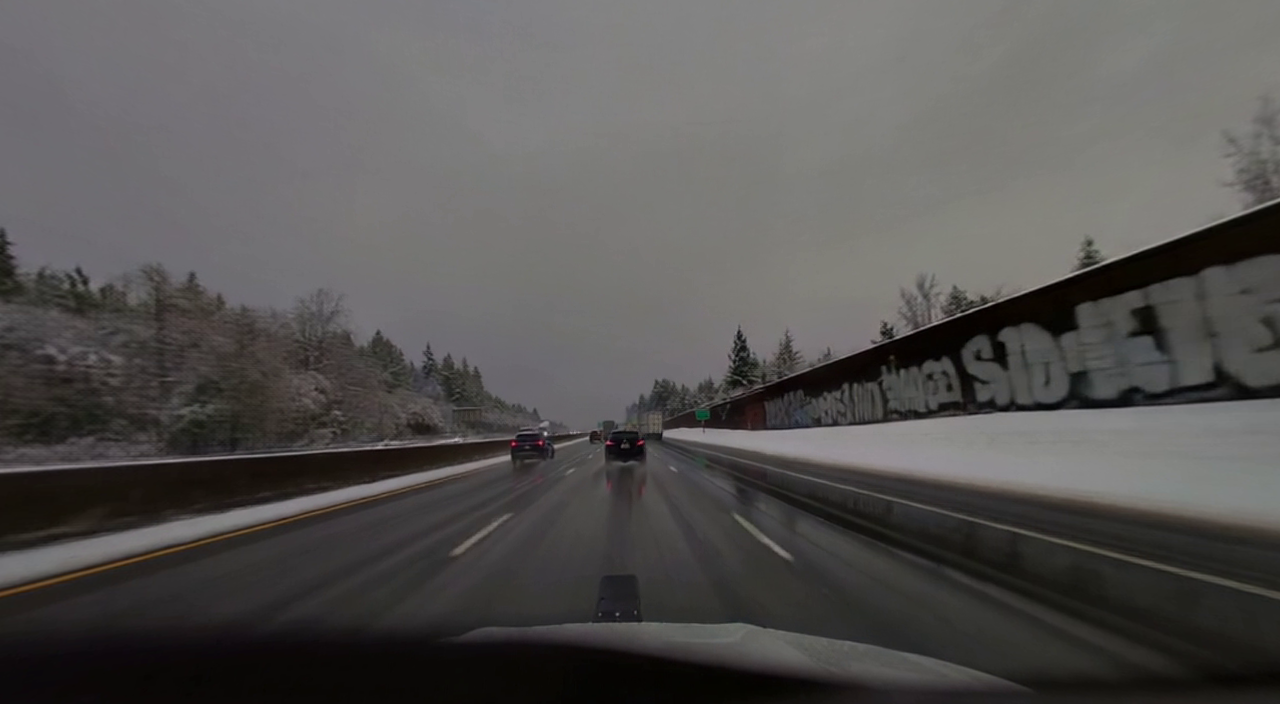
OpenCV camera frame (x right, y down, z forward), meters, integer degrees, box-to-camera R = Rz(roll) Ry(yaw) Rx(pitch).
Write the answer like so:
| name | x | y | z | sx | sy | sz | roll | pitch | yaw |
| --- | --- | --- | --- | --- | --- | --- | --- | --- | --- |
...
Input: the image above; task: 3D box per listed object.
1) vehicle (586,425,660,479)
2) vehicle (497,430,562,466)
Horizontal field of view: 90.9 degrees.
| name | x | y | z | sx | sy | sz | roll | pitch | yaw |
| --- | --- | --- | --- | --- | --- | --- | --- | --- | --- |
| vehicle | -0.504 | 3.035 | 19.357 | 2.044 | 1.477 | 3.693 | 0 | -8 | -1 |
| vehicle | -4.677 | 4.122 | 27.285 | 2.022 | 1.440 | 4.491 | 0 | -8 | 0 |
